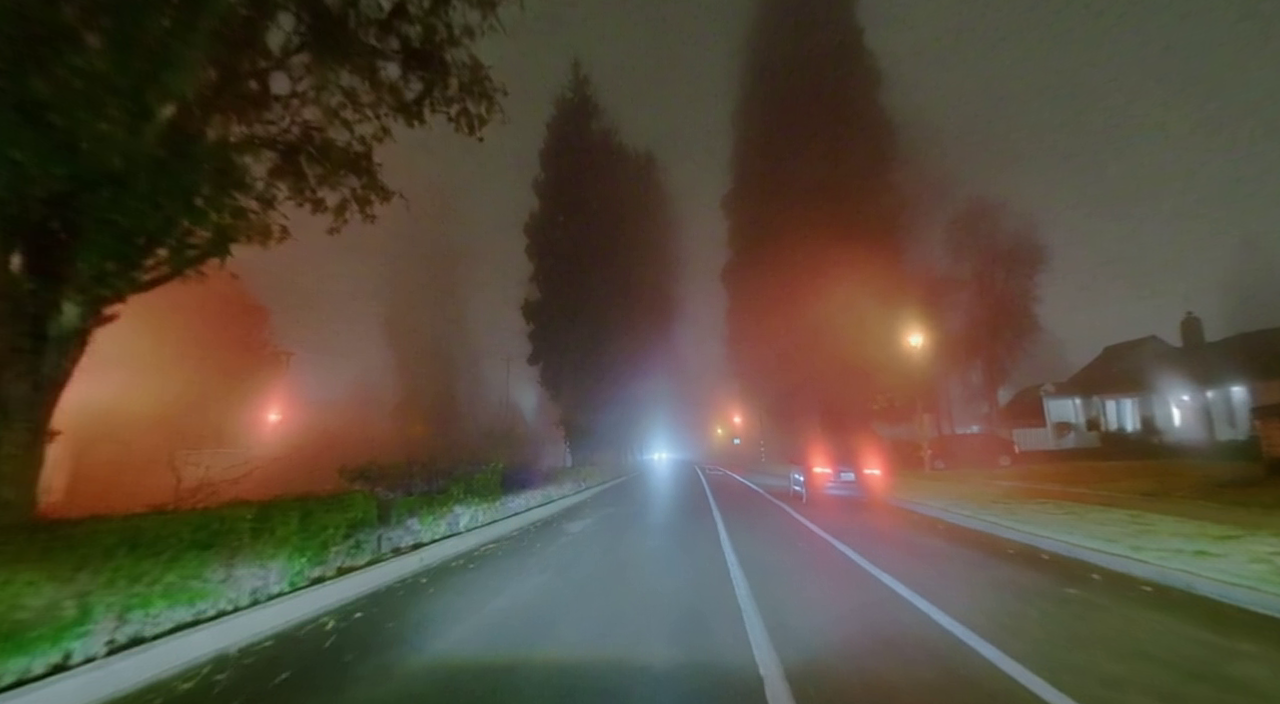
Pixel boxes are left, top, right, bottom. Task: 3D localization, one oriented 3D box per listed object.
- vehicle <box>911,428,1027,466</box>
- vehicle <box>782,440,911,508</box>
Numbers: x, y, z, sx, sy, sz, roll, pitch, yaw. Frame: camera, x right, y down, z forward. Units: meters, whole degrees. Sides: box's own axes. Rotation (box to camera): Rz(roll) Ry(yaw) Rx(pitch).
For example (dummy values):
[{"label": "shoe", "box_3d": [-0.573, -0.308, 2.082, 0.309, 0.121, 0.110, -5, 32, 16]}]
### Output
[{"label": "vehicle", "box_3d": [13.812, 4.024, 26.672, 3.827, 1.512, 1.855, -1, -8, 5]}, {"label": "vehicle", "box_3d": [5.224, 3.119, 16.712, 1.979, 1.524, 4.578, 0, -8, 2]}]
